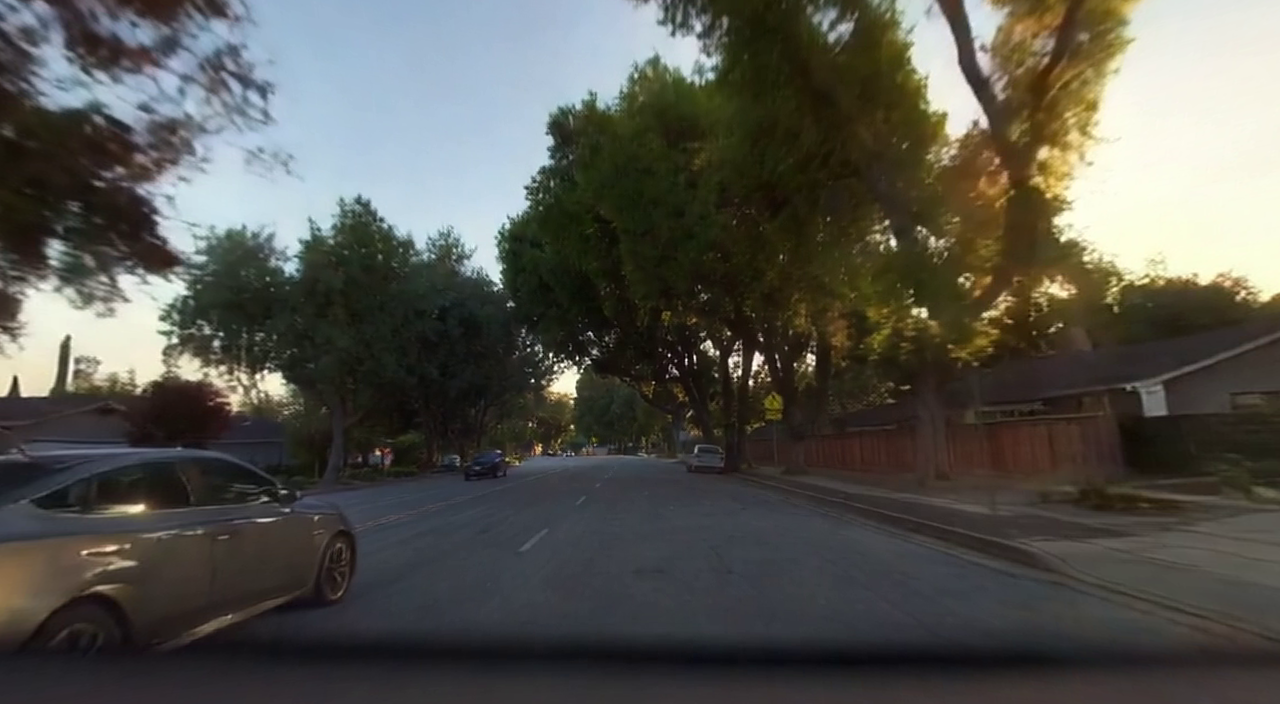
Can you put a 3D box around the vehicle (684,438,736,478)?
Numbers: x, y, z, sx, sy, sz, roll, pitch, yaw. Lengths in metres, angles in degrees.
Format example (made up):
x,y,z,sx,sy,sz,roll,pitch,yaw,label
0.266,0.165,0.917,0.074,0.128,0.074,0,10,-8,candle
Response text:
x,y,z,sx,sy,sz,roll,pitch,yaw,label
3.575,5.511,33.155,2.130,1.873,4.886,0,-8,0,vehicle

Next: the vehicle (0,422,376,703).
x,y,z,sx,sy,sz,roll,pitch,yaw,label
-3.440,1.170,3.506,1.969,1.459,4.619,0,-8,0,vehicle

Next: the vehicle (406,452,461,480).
x,y,z,sx,sy,sz,roll,pitch,yaw,label
-13.843,7.634,42.657,2.042,1.670,4.702,-1,-8,1,vehicle
